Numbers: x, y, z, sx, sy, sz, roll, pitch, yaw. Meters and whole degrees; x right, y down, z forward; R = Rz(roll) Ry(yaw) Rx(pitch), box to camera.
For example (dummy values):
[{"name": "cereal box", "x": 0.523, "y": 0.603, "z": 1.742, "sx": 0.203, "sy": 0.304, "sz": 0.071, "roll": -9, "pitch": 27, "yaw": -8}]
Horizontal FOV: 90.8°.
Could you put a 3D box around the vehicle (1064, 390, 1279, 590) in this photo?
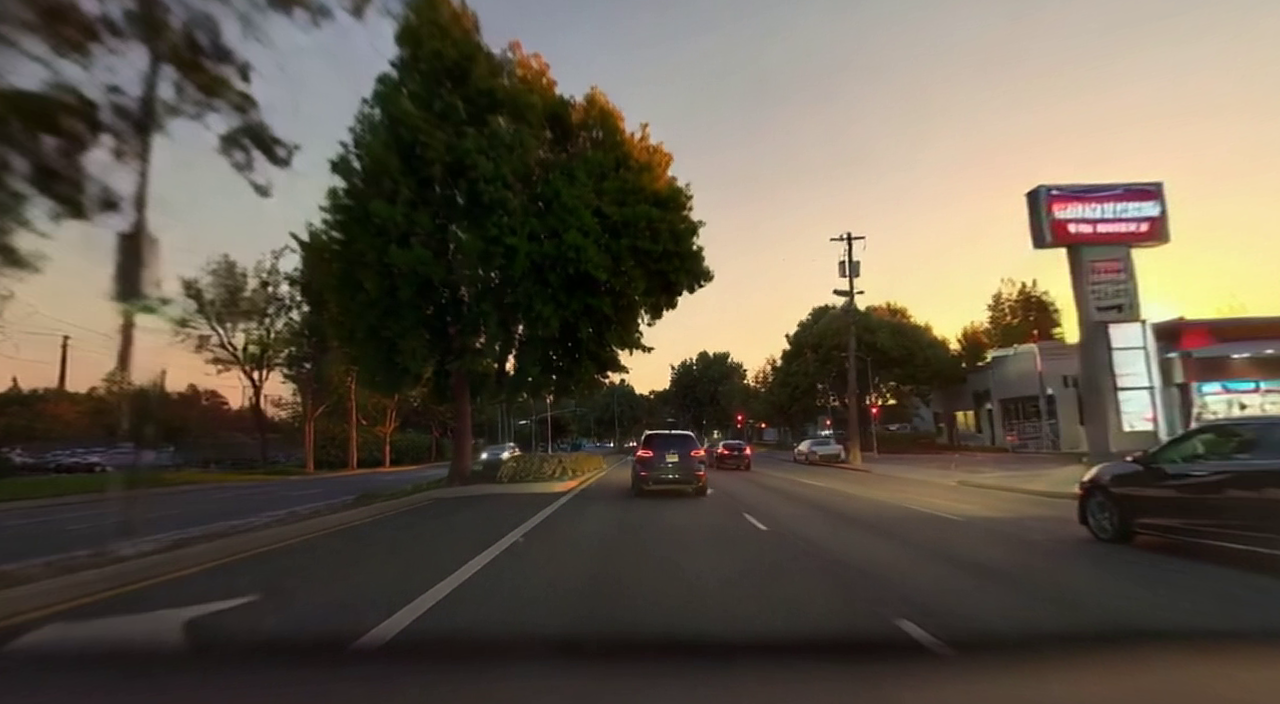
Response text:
[{"name": "vehicle", "x": 6.706, "y": 1.285, "z": 6.002, "sx": 2.025, "sy": 1.765, "sz": 4.729, "roll": 0, "pitch": -8, "yaw": 0}]

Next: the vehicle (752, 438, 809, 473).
[{"name": "vehicle", "x": 6.921, "y": 5.117, "z": 31.491, "sx": 1.793, "sy": 1.585, "sz": 4.130, "roll": 0, "pitch": -8, "yaw": -1}]

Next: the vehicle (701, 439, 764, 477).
[{"name": "vehicle", "x": 3.841, "y": 4.489, "z": 26.933, "sx": 1.940, "sy": 1.474, "sz": 4.234, "roll": 0, "pitch": -8, "yaw": -2}]

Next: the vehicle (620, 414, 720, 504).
[{"name": "vehicle", "x": 0.576, "y": 2.686, "z": 16.240, "sx": 2.038, "sy": 1.917, "sz": 4.900, "roll": 0, "pitch": -8, "yaw": -3}]
